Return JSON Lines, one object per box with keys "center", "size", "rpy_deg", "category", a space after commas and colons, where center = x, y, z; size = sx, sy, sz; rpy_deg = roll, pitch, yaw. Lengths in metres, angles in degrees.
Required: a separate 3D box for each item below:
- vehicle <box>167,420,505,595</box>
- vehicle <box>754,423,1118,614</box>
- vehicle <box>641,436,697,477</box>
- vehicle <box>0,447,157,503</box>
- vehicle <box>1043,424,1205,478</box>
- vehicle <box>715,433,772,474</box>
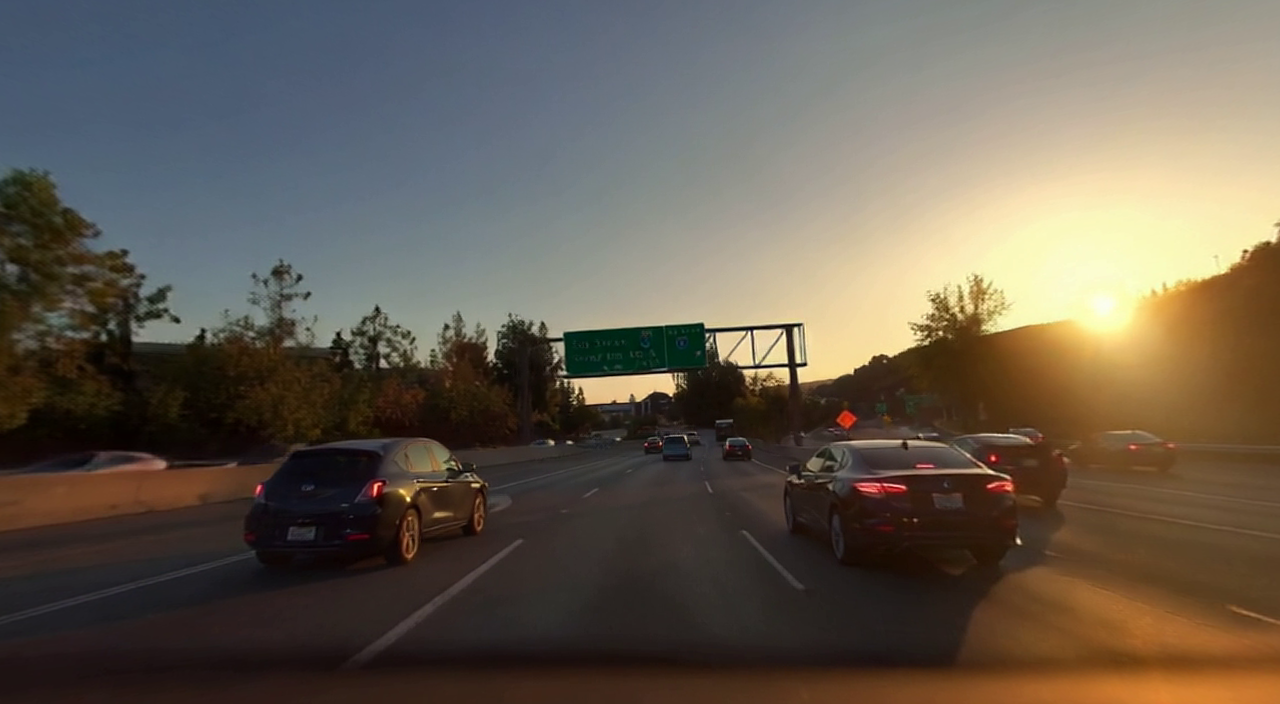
{"center": [-3.241, 1.754, 7.993], "size": [1.937, 1.558, 4.469], "rpy_deg": [0, -9, 2], "category": "vehicle"}
{"center": [2.737, 1.664, 7.288], "size": [2.009, 1.489, 4.559], "rpy_deg": [0, -9, 0], "category": "vehicle"}
{"center": [1.263, 4.410, 26.762], "size": [2.201, 1.614, 3.803], "rpy_deg": [-1, -9, 4], "category": "vehicle"}
{"center": [-18.766, 3.927, 20.595], "size": [2.046, 1.601, 4.578], "rpy_deg": [-1, -9, 4], "category": "vehicle"}
{"center": [15.693, 3.269, 20.821], "size": [1.976, 1.548, 4.687], "rpy_deg": [-1, -9, 6], "category": "vehicle"}
{"center": [4.587, 4.573, 28.527], "size": [2.076, 1.684, 4.241], "rpy_deg": [-1, -9, 4], "category": "vehicle"}
